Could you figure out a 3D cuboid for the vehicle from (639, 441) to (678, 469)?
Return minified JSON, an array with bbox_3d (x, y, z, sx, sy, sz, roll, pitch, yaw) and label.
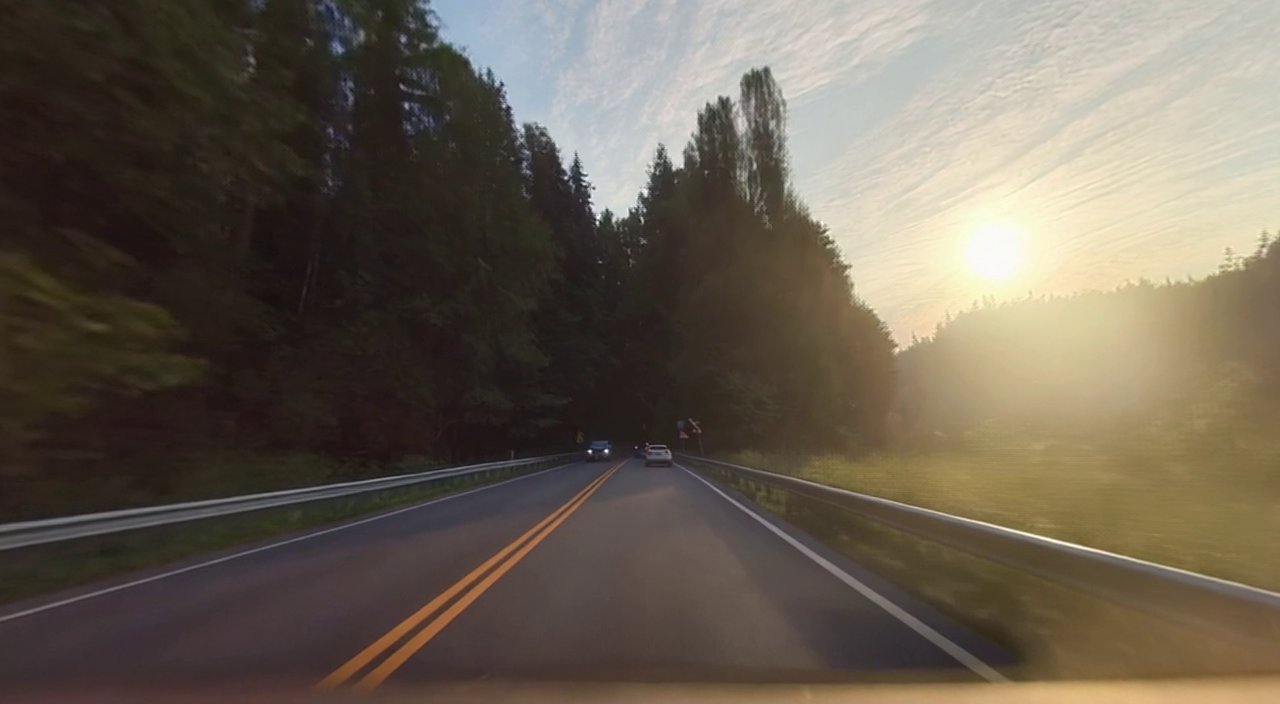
[{"bbox_3d":[0.998,5.938,36.581,2.120,1.491,4.349,0,-8,0],"label":"vehicle"}]
